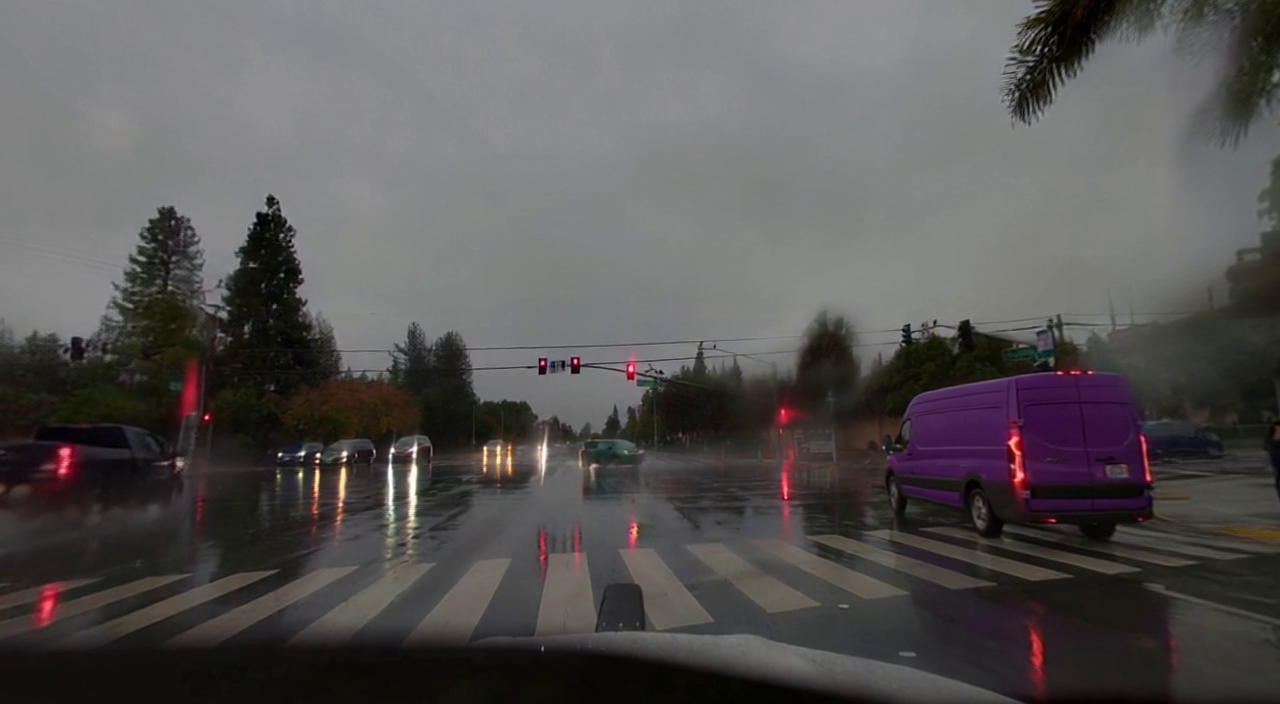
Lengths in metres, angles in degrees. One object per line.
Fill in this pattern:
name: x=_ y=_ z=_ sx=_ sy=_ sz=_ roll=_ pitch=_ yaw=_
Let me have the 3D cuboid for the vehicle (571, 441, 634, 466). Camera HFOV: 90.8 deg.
vehicle: x=-2.265 y=6.062 z=37.850 sx=1.907 sy=1.409 sz=3.909 roll=6 pitch=-11 yaw=-37

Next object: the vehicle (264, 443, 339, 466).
vehicle: x=-21.830 y=6.643 z=41.000 sx=1.859 sy=1.415 sz=4.591 roll=-1 pitch=-9 yaw=8

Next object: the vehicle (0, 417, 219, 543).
vehicle: x=-9.127 y=2.037 z=10.610 sx=2.115 sy=1.653 sz=4.553 roll=2 pitch=-9 yaw=-17

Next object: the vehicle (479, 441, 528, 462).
vehicle: x=-10.141 y=7.466 z=47.394 sx=2.097 sy=1.484 sz=4.596 roll=-1 pitch=-9 yaw=8

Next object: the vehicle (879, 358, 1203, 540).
vehicle: x=6.565 y=1.733 z=11.486 sx=2.332 sy=2.511 sz=5.326 roll=0 pitch=-9 yaw=0

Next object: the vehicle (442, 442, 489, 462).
vehicle: x=-13.175 y=7.590 z=47.859 sx=1.845 sy=1.426 sz=4.289 roll=-1 pitch=-9 yaw=8

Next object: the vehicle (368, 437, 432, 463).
vehicle: x=-17.373 y=7.144 z=46.010 sx=2.189 sy=1.753 sz=4.785 roll=-1 pitch=-9 yaw=8

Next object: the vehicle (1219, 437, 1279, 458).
vehicle: x=43.795 y=6.887 z=45.433 sx=4.010 sy=1.452 sz=1.800 roll=4 pitch=-10 yaw=-28
